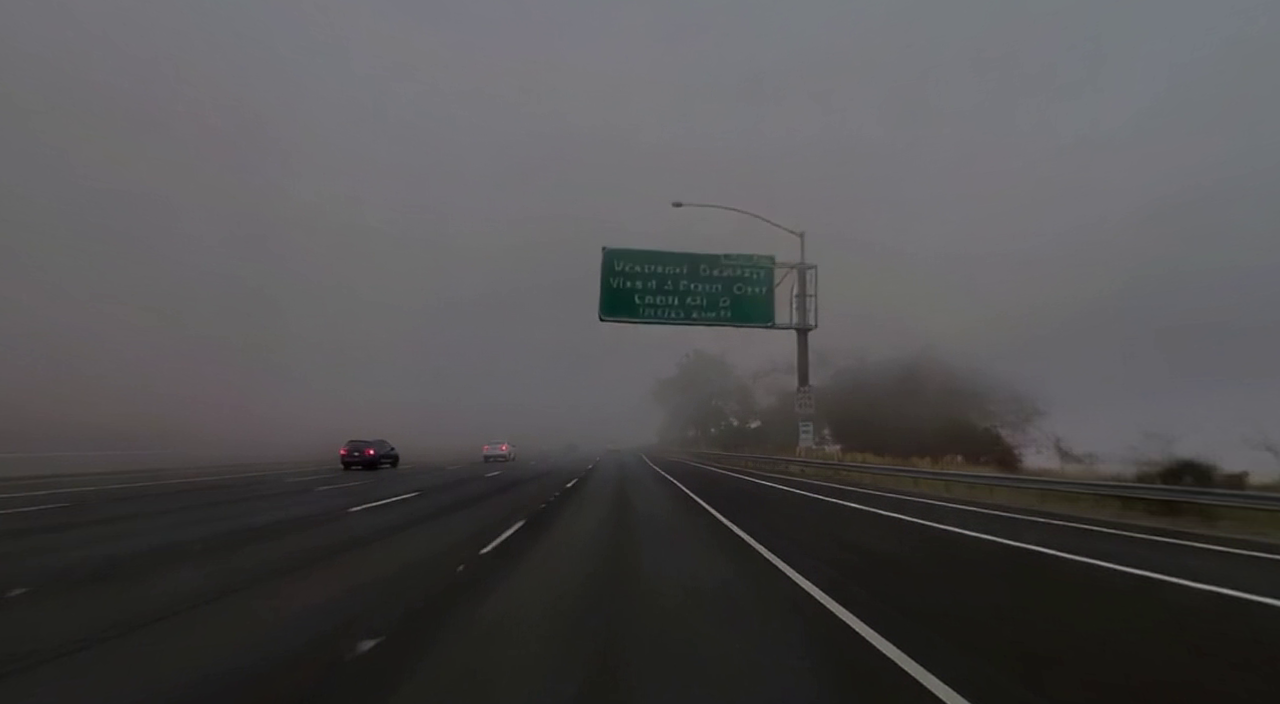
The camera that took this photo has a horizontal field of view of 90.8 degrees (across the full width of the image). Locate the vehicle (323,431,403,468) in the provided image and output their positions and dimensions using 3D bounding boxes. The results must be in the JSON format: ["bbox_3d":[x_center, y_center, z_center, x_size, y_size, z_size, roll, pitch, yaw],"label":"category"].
[{"bbox_3d":[-15.837,5.622,36.532,2.240,1.953,5.452,0,-9,-2],"label":"vehicle"}]

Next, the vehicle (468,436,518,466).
[{"bbox_3d":[-8.884,6.046,38.558,2.104,1.715,4.319,0,-9,-1],"label":"vehicle"}]
